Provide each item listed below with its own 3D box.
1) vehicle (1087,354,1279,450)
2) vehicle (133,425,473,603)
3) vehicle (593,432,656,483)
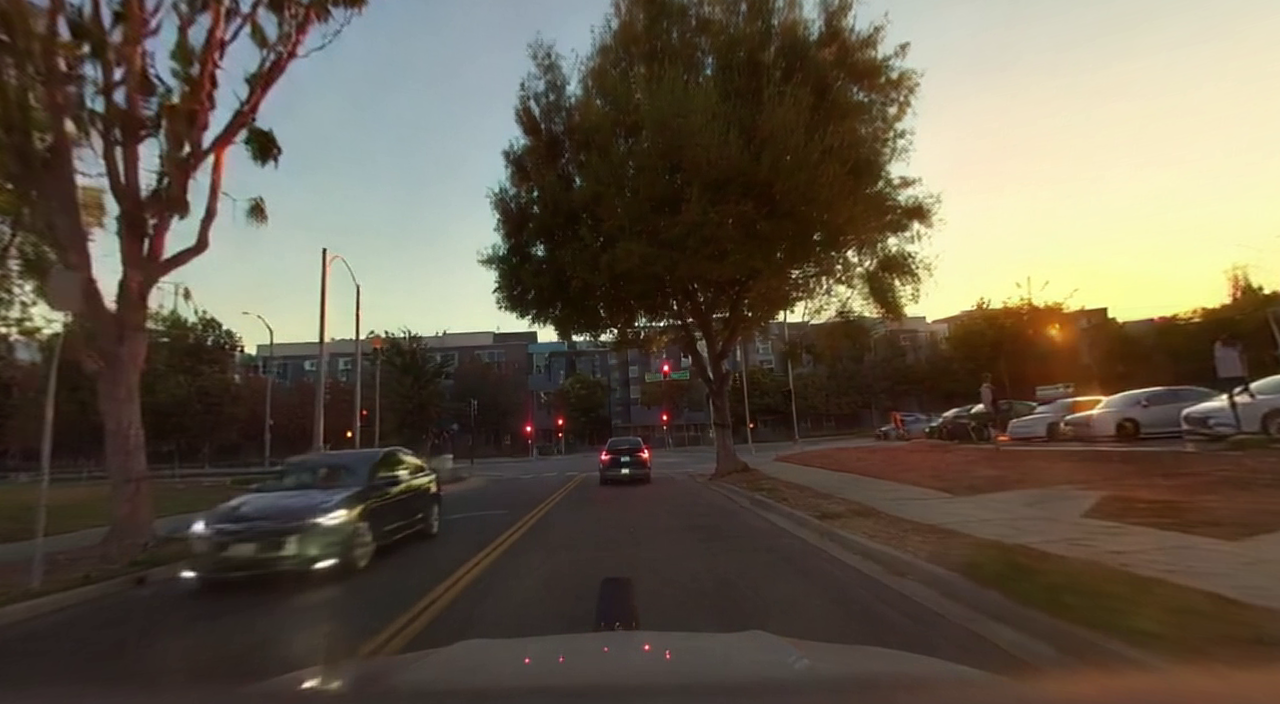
[{"bbox_3d":[11.637,0.977,12.033,4.559,1.619,1.855,-3,-9,6],"label":"vehicle"},{"bbox_3d":[-3.685,1.806,7.960,2.057,1.613,4.062,-1,-8,0],"label":"vehicle"},{"bbox_3d":[-0.511,3.875,23.357,2.142,1.686,3.816,-1,-8,0],"label":"vehicle"}]
